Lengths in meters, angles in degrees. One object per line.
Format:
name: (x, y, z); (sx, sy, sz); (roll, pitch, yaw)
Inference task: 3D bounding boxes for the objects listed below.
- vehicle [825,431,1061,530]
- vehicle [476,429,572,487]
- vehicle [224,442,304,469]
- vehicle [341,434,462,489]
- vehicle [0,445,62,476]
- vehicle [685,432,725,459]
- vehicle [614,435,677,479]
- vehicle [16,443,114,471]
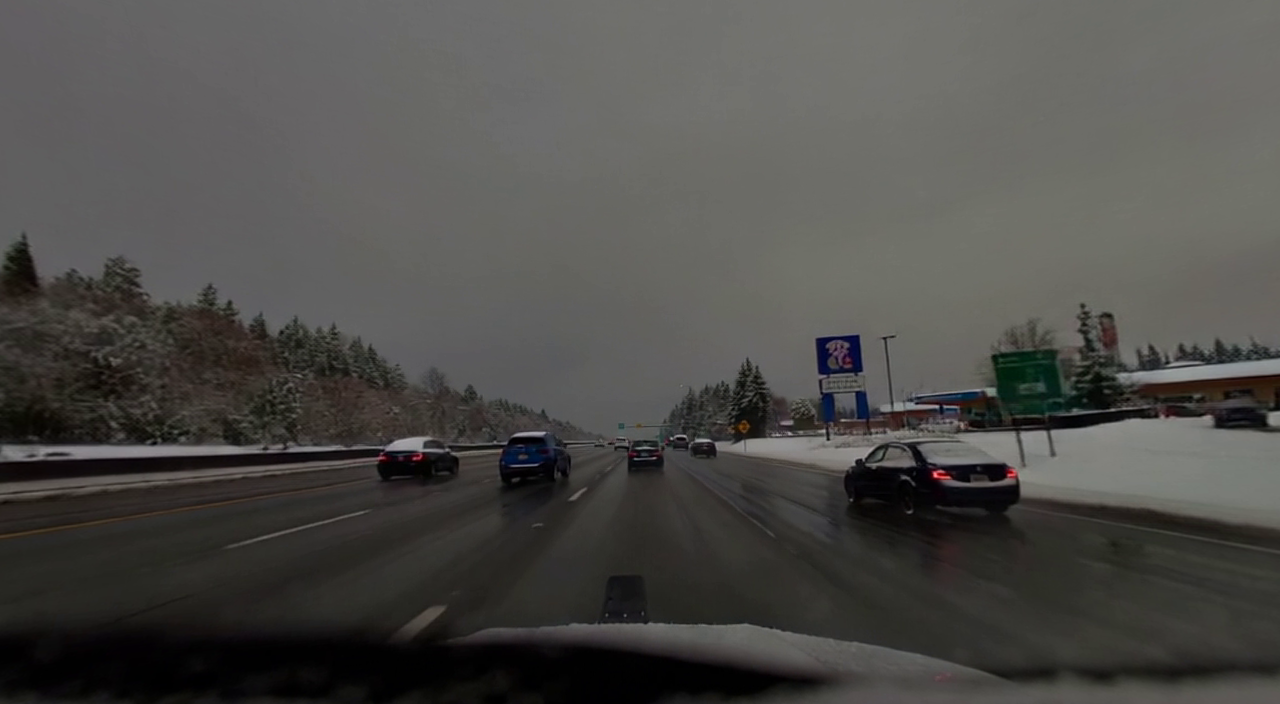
vehicle: (5.142, 2.231, 11.568); (2.030, 1.442, 4.358); (0, -8, -2)
vehicle: (-3.487, 3.316, 20.023); (1.927, 1.586, 5.142); (0, -8, 1)
vehicle: (-21.604, 5.965, 36.475); (1.832, 1.460, 4.430); (0, -8, 1)
vehicle: (-7.199, 3.331, 19.584); (1.932, 1.497, 4.458); (0, -8, 1)
vehicle: (-32.865, 5.543, 32.478); (1.807, 1.530, 4.546); (0, -8, 0)
vehicle: (4.529, 6.631, 44.824); (2.261, 1.781, 4.709); (0, -8, -1)
vehicle: (0.197, 3.842, 23.260); (2.113, 1.464, 4.073); (0, -8, 0)
vehicle: (-36.484, 6.636, 40.192); (1.945, 1.634, 4.540); (0, -8, 0)
